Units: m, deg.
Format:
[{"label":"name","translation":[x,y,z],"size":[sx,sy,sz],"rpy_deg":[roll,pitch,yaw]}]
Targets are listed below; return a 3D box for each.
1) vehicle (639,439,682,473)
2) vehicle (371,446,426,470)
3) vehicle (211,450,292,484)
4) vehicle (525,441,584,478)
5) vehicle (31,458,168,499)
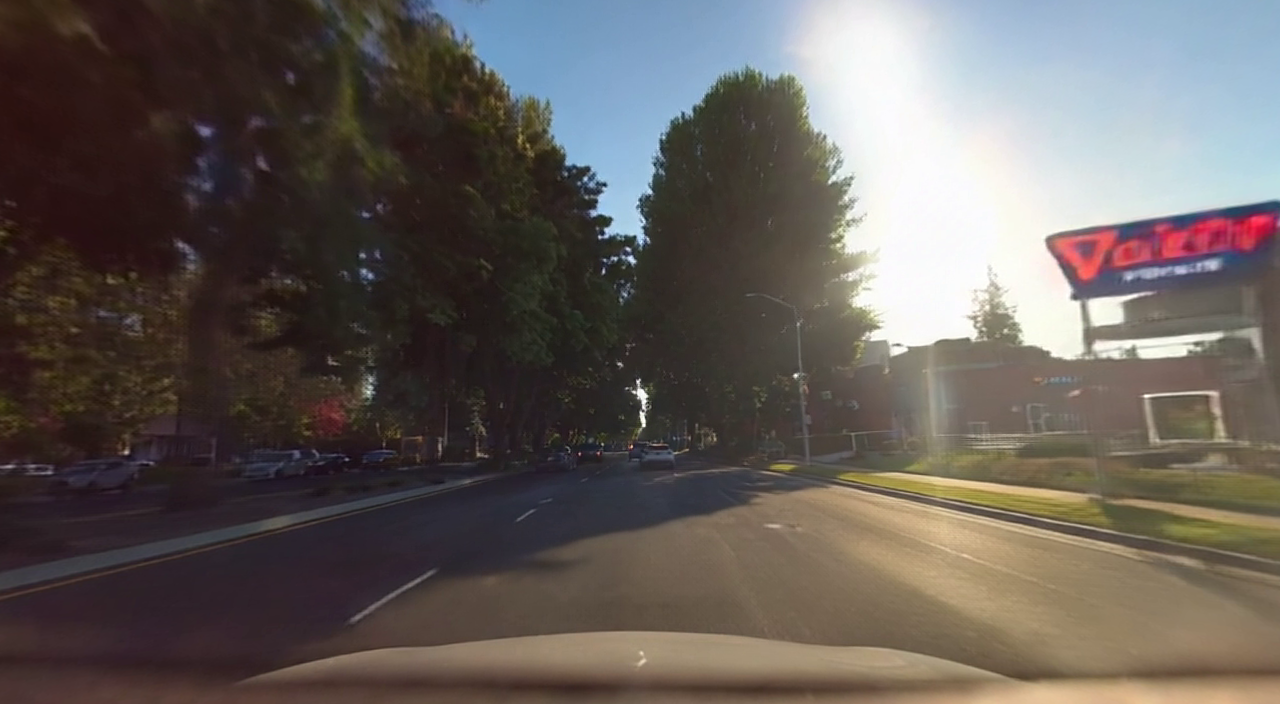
[{"label":"vehicle","translation":[0.959,5.144,31.473],"size":[1.922,1.579,3.642],"rpy_deg":[0,-8,-1]},{"label":"vehicle","translation":[-18.470,8.103,48.501],"size":[2.021,1.732,5.410],"rpy_deg":[0,-8,1]},{"label":"vehicle","translation":[-22.797,6.735,37.231],"size":[1.887,1.801,4.587],"rpy_deg":[0,-8,-1]},{"label":"vehicle","translation":[-3.708,4.737,28.136],"size":[1.908,1.481,4.536],"rpy_deg":[0,-8,1]},{"label":"vehicle","translation":[-22.950,5.360,27.039],"size":[1.905,1.483,4.479],"rpy_deg":[0,-8,0]}]
